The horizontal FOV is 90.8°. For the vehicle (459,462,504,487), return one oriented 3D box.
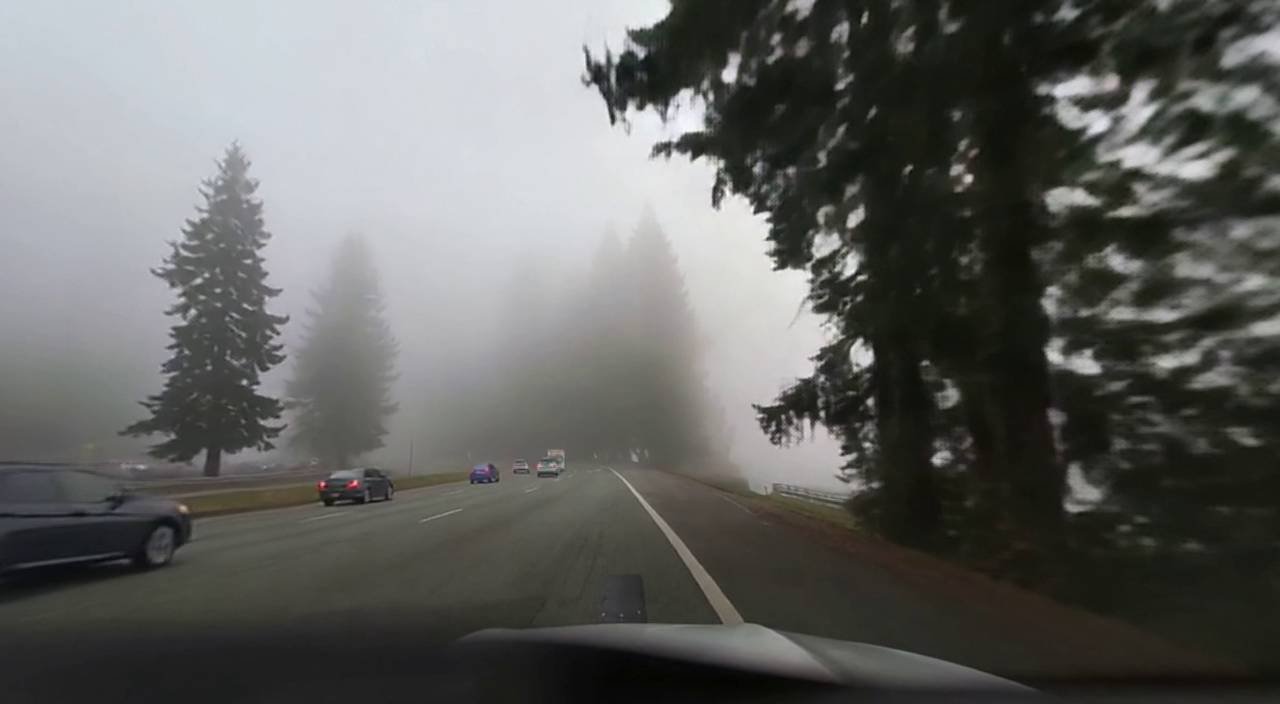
[{"bbox_3d":[-10.755,8.327,43.171,1.886,1.535,4.742,0,-9,0],"label":"vehicle"}]

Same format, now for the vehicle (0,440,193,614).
[{"bbox_3d":[-7.589,1.803,6.585,2.210,1.737,4.649,-1,-9,4],"label":"vehicle"}]

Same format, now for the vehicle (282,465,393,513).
[{"bbox_3d":[-11.206,5.072,23.796,1.781,1.476,4.513,-1,-9,3],"label":"vehicle"}]
